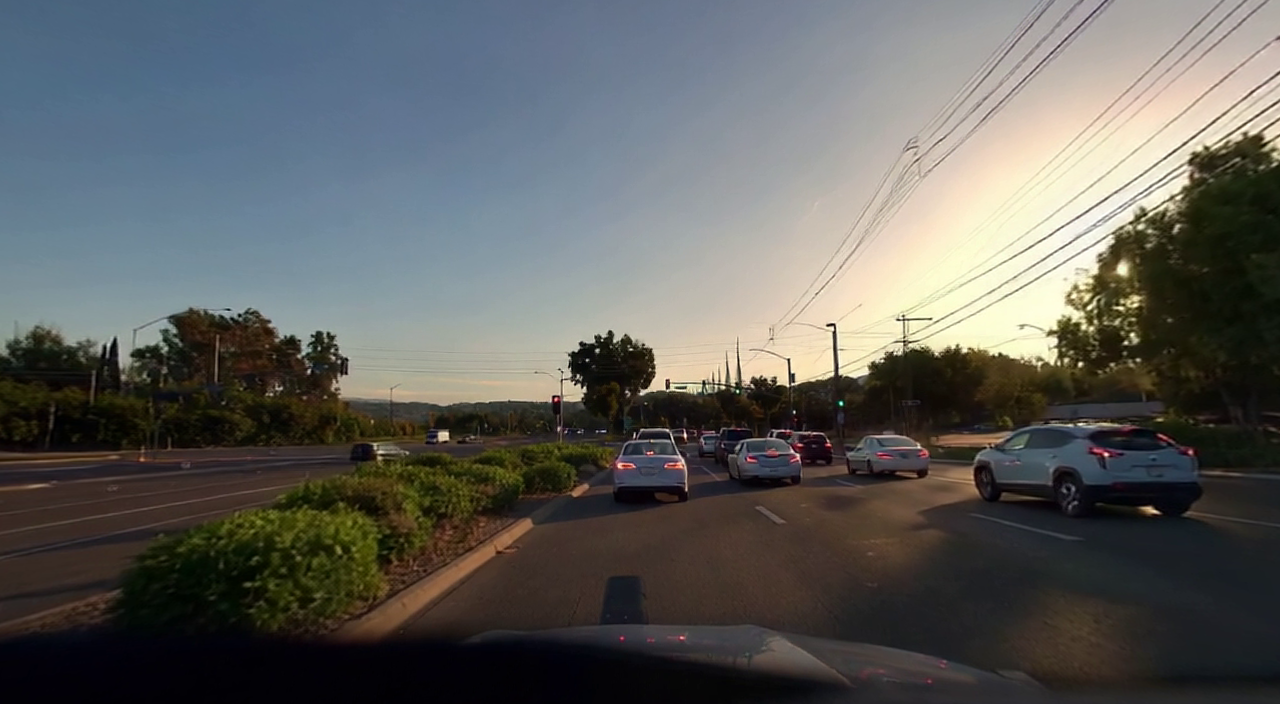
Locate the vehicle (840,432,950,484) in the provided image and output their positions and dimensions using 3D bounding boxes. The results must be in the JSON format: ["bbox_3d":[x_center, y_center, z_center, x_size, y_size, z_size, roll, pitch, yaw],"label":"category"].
[{"bbox_3d":[8.187,3.445,20.753,1.905,1.483,4.469,-1,-9,2],"label":"vehicle"}]

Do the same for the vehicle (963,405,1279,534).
[{"bbox_3d":[8.292,2.034,11.454,2.195,1.802,5.051,0,-9,1],"label":"vehicle"}]

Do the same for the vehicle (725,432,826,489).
[{"bbox_3d":[3.885,3.201,18.905,2.028,1.454,4.531,0,-9,0],"label":"vehicle"}]

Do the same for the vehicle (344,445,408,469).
[{"bbox_3d":[-16.596,6.610,39.801,1.986,1.404,4.177,-1,-9,4],"label":"vehicle"}]

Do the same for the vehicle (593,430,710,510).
[{"bbox_3d":[0.252,2.562,14.133,2.208,1.498,4.401,0,-9,1],"label":"vehicle"}]
